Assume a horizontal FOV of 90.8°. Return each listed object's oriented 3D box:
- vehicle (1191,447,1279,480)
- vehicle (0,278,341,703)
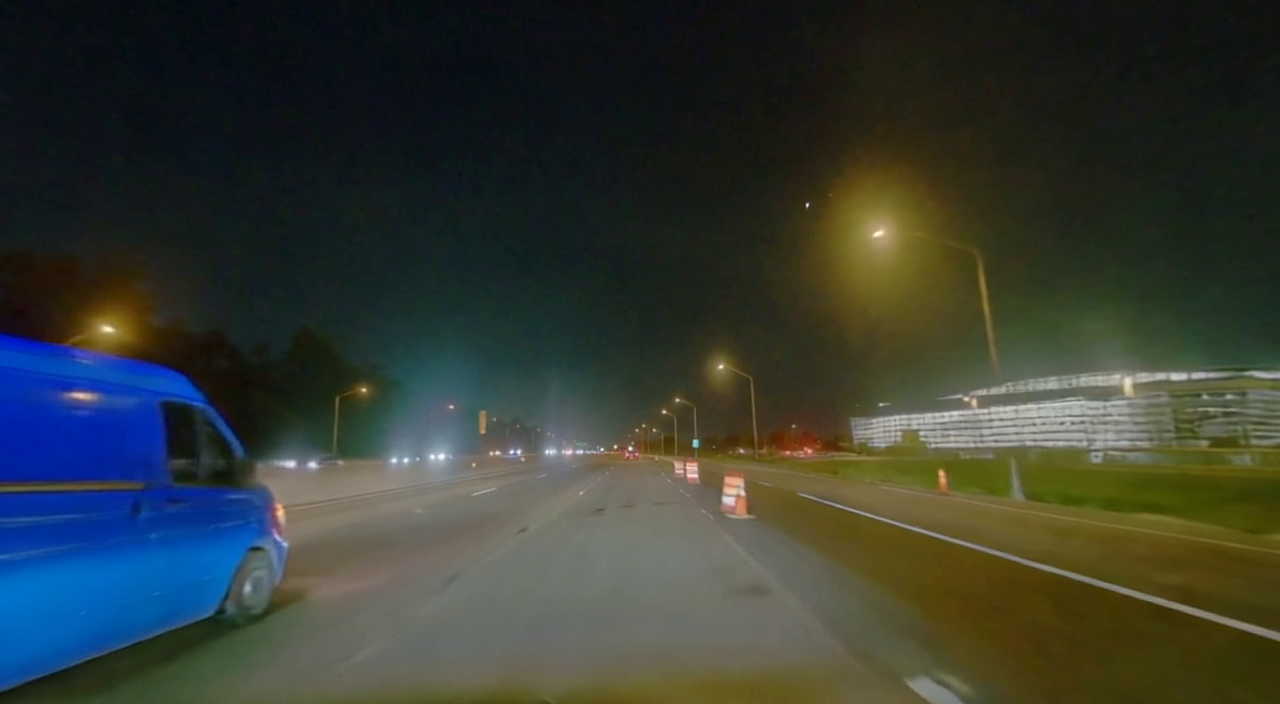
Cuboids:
[{"bbox_3d":[29.901,5.449,31.007,3.810,1.500,1.922,0,-8,0],"label":"vehicle"},{"bbox_3d":[-3.669,0.804,3.279,2.046,1.982,4.465,0,-9,-1],"label":"vehicle"}]
